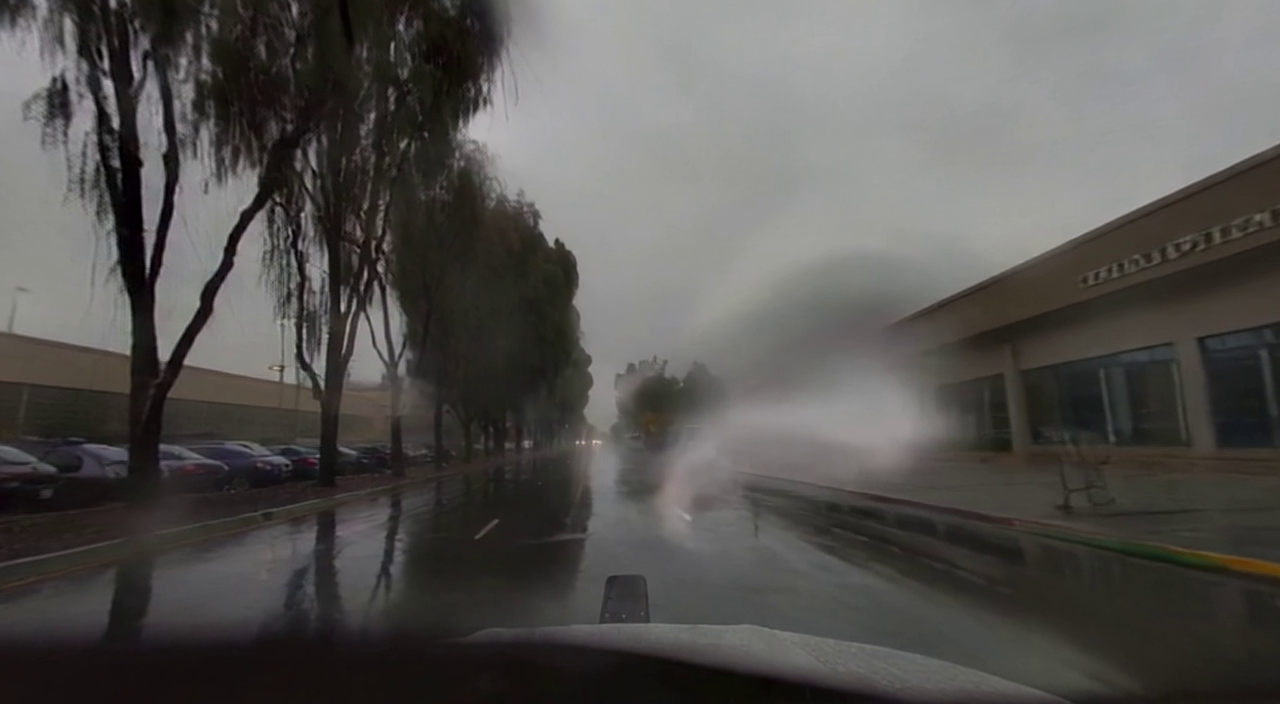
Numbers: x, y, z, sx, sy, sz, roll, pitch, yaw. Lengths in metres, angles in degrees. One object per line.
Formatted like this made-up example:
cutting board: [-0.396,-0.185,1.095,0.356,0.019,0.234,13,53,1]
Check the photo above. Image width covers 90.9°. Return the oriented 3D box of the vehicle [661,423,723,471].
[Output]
vehicle: [2.882,5.565,37.066,2.596,2.509,6.178,1,-8,-5]

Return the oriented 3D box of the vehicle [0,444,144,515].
vehicle: [-14.452,2.828,14.254,4.625,1.477,2.054,0,-8,-3]

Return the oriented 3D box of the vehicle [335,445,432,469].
vehicle: [-16.421,6.740,40.611,5.269,1.491,2.133,0,-8,-3]

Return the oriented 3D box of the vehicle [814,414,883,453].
vehicle: [15.257,6.097,46.648,2.341,2.648,6.024,1,-8,-7]
